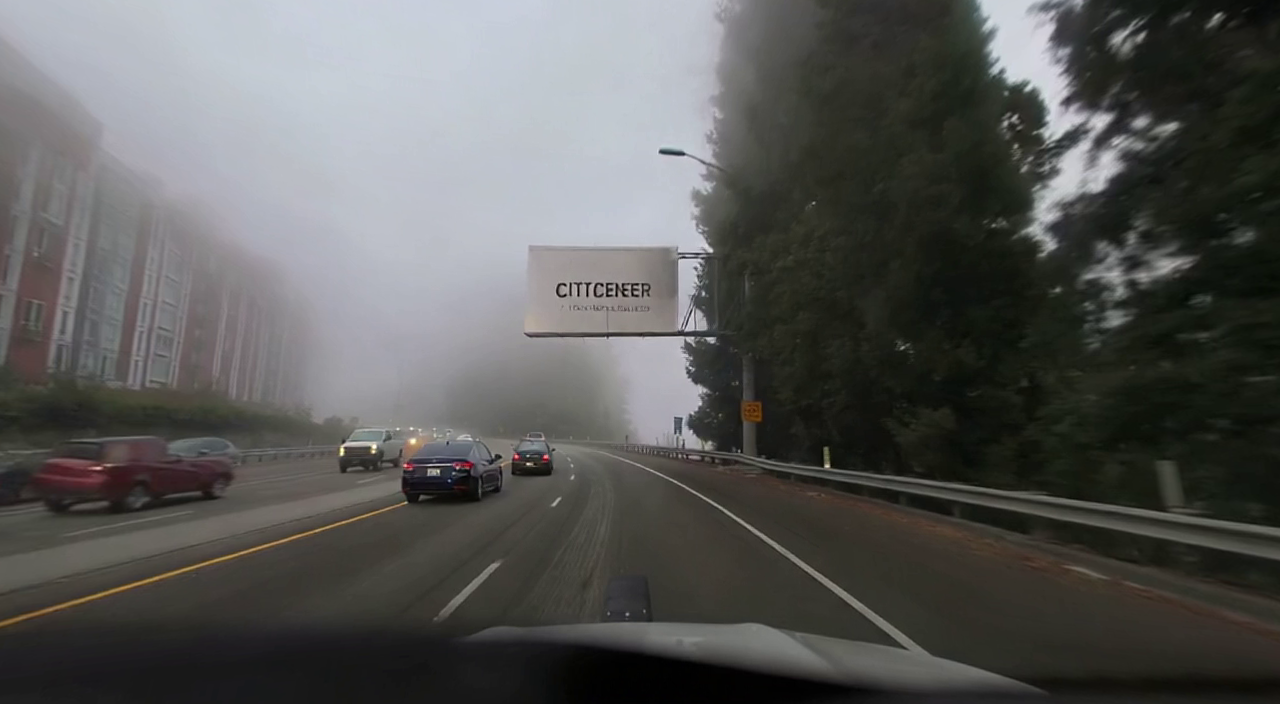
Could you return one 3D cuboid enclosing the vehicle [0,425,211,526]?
[{"bbox_3d":[-10.897,2.290,12.256,2.048,1.583,4.506,0,-8,-3],"label":"vehicle"}]

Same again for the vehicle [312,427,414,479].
[{"bbox_3d":[-11.042,4.053,25.622,2.151,1.871,5.177,0,-8,-5],"label":"vehicle"}]

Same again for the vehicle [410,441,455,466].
[{"bbox_3d":[-12.938,6.349,39.560,1.902,1.468,4.103,1,-8,-7],"label":"vehicle"}]

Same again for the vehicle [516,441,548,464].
[{"bbox_3d":[-7.132,6.671,41.960,1.885,1.469,4.211,1,-8,-7],"label":"vehicle"}]
